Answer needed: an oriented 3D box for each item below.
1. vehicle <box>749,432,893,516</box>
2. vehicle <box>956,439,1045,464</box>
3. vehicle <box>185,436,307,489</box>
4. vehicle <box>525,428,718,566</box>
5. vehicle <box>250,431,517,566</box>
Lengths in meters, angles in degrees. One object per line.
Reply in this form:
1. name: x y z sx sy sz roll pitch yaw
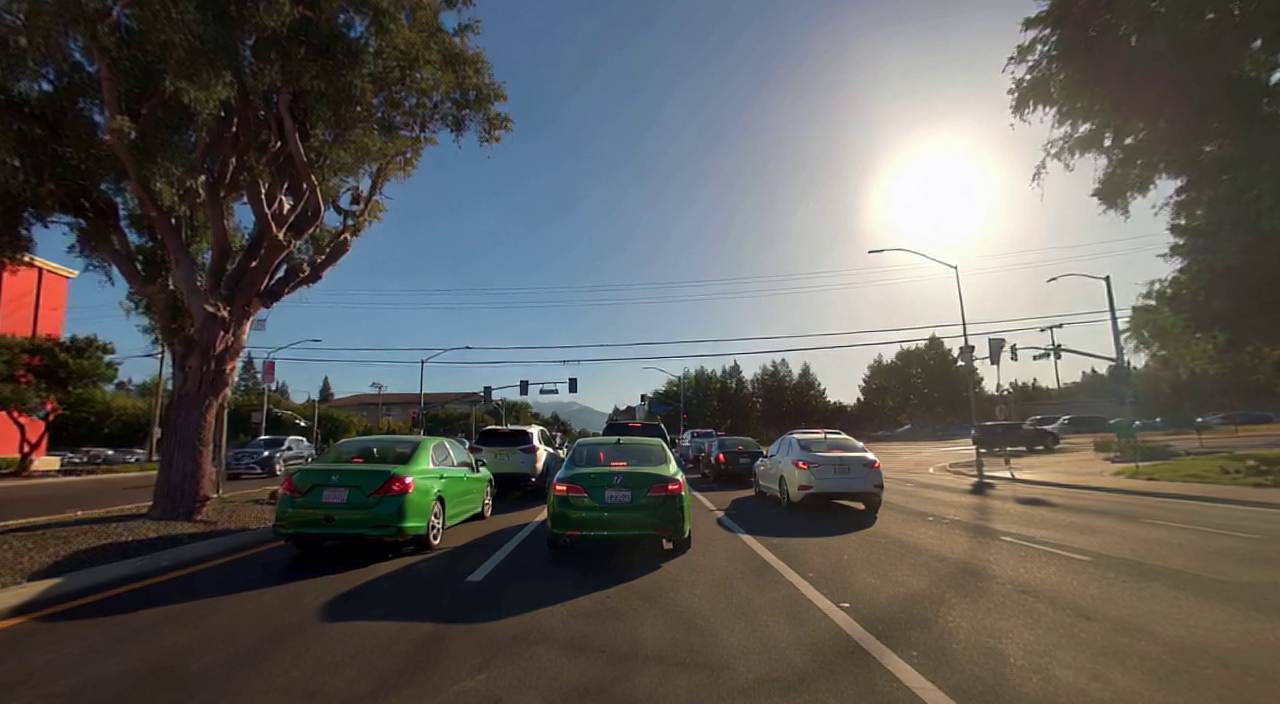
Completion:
1. vehicle: 3.561 2.467 13.258 1.880 1.476 3.932 0 -8 0
2. vehicle: 25.244 6.989 44.473 5.265 1.702 1.930 -4 -9 27
3. vehicle: -14.112 3.966 23.000 2.082 1.704 4.488 1 -8 -9
4. vehicle: -0.200 1.830 8.702 2.041 1.450 3.847 0 -8 0
5. vehicle: -3.194 1.891 8.953 1.917 1.441 4.128 -1 -8 2
